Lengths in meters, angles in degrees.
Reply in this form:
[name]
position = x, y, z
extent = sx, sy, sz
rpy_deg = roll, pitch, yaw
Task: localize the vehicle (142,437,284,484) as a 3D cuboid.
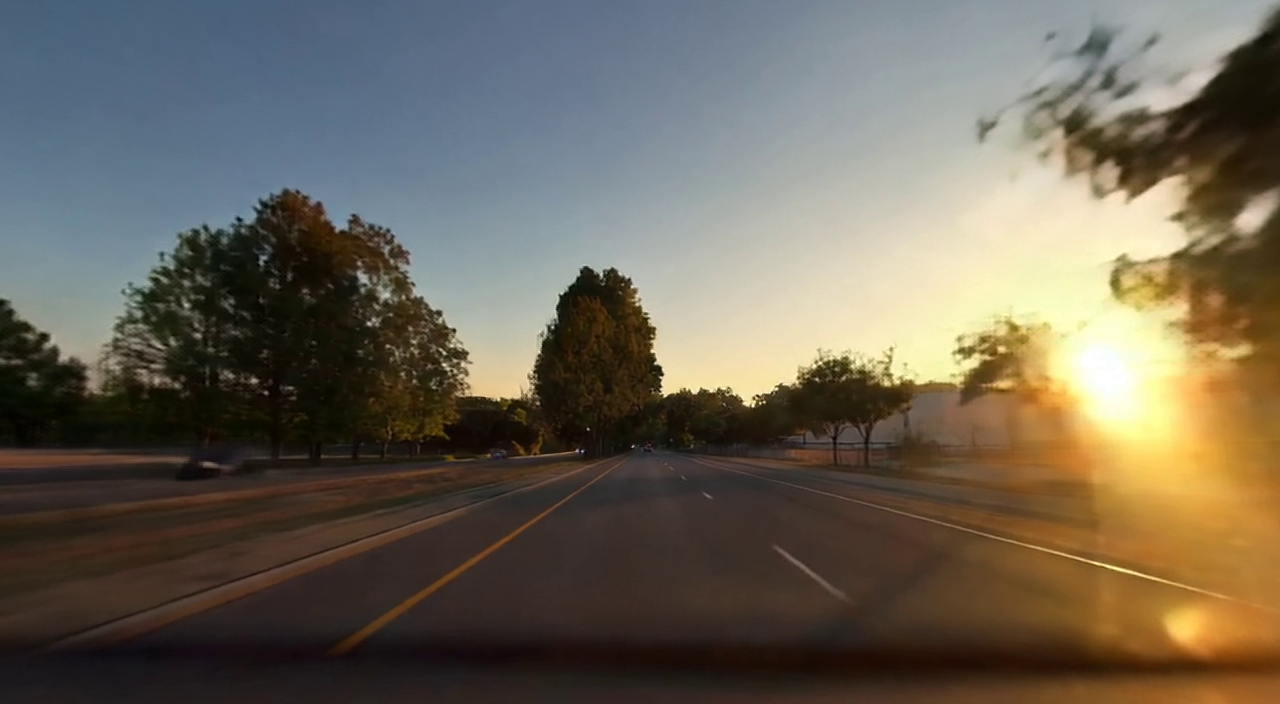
[vehicle]
position = -21.157, 5.389, 31.747
extent = 2.559, 2.066, 6.355
rpy_deg = -1, -8, 2
